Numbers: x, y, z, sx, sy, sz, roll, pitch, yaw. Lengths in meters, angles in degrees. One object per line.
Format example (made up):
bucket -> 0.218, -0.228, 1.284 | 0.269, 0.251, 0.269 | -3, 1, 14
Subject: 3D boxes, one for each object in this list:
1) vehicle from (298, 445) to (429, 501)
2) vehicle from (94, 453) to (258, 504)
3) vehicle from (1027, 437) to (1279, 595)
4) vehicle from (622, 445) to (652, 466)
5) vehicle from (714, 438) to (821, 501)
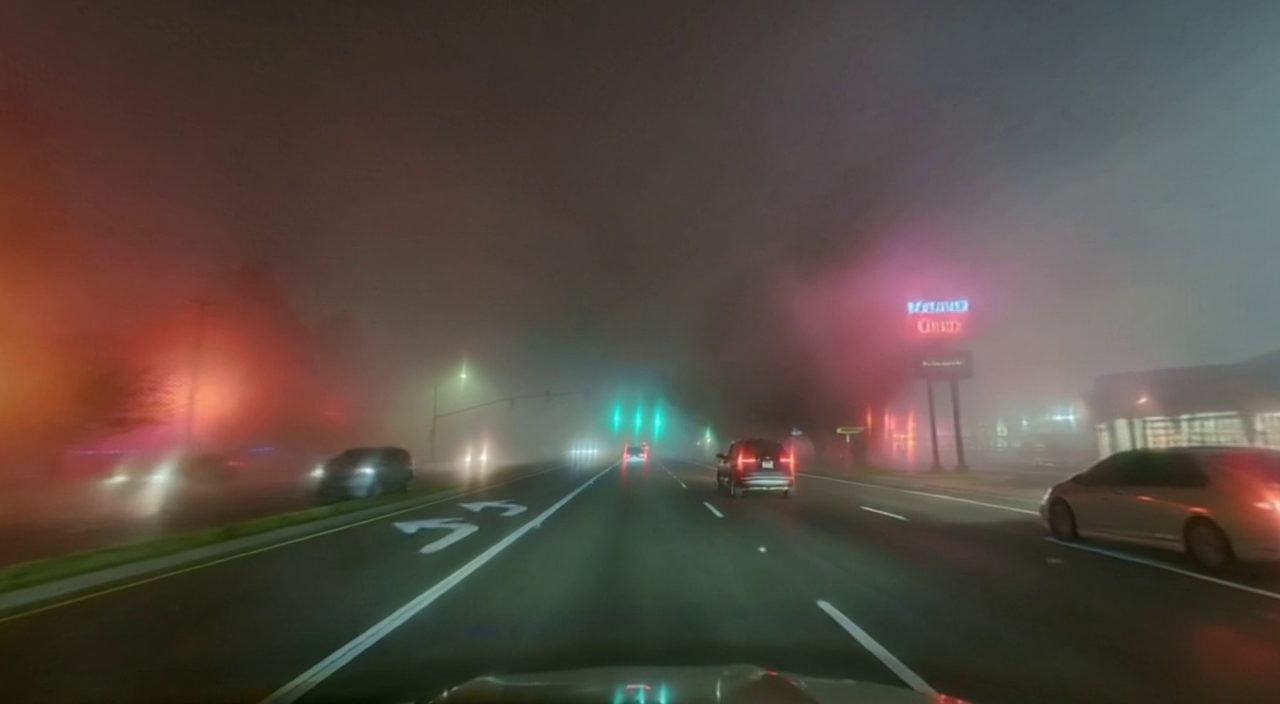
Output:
vehicle -> -8.262, 3.616, 19.415 | 2.039, 1.487, 4.437 | 0, -8, 0
vehicle -> -15.885, 4.316, 22.043 | 2.096, 1.512, 4.755 | 0, -8, 1
vehicle -> 6.887, 1.724, 7.269 | 1.952, 1.449, 4.544 | 0, -8, 0
vehicle -> -0.212, 7.520, 46.007 | 2.052, 1.461, 4.324 | 0, -8, 0
vehicle -> 3.469, 3.288, 18.168 | 2.072, 1.545, 4.578 | 0, -8, -1
